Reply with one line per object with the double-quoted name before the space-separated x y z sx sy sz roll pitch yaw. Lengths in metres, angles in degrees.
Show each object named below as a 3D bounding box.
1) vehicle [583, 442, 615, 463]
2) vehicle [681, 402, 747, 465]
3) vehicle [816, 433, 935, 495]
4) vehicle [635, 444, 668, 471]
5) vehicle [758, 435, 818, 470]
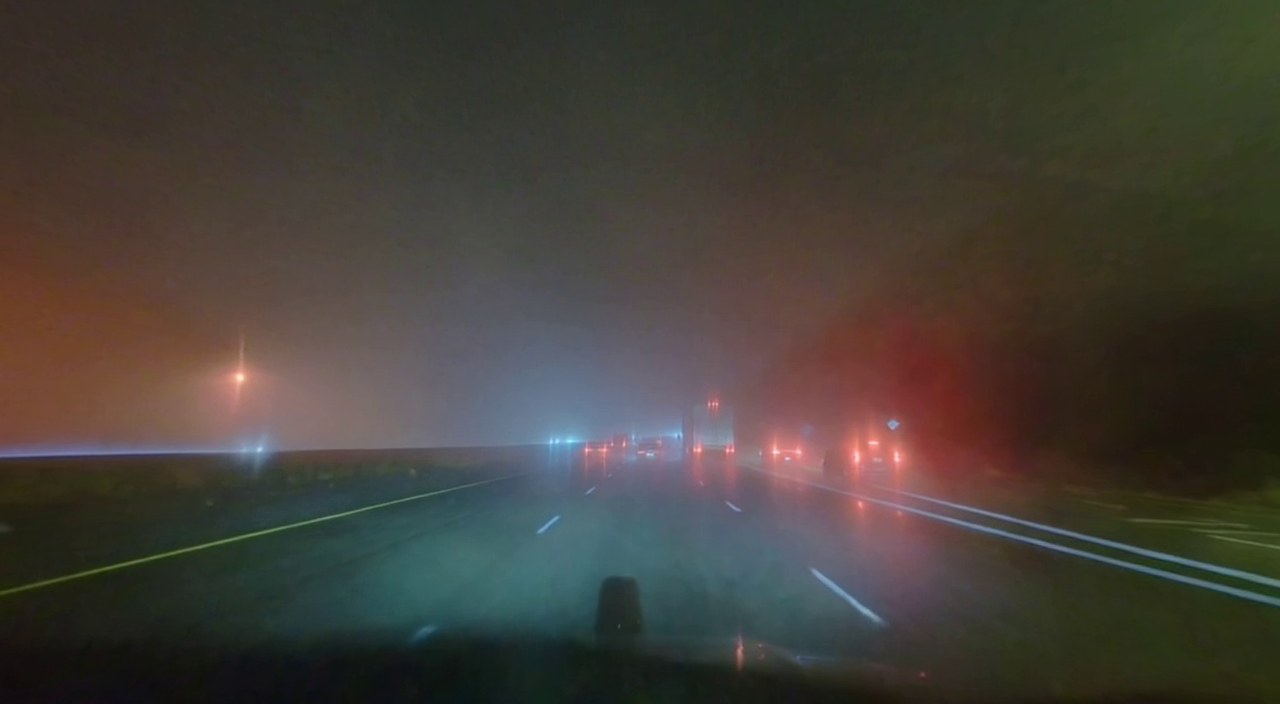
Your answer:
"vehicle" -3.080 7.580 47.778 2.132 1.506 4.256 0 -9 0
"vehicle" 4.643 5.536 41.848 3.130 3.607 11.129 0 -9 0
"vehicle" 7.135 3.442 19.692 2.044 1.676 4.421 0 -9 1
"vehicle" 0.650 6.232 37.463 1.866 1.492 3.932 0 -9 0
"vehicle" 8.054 5.536 34.698 2.143 1.775 4.729 0 -9 0
